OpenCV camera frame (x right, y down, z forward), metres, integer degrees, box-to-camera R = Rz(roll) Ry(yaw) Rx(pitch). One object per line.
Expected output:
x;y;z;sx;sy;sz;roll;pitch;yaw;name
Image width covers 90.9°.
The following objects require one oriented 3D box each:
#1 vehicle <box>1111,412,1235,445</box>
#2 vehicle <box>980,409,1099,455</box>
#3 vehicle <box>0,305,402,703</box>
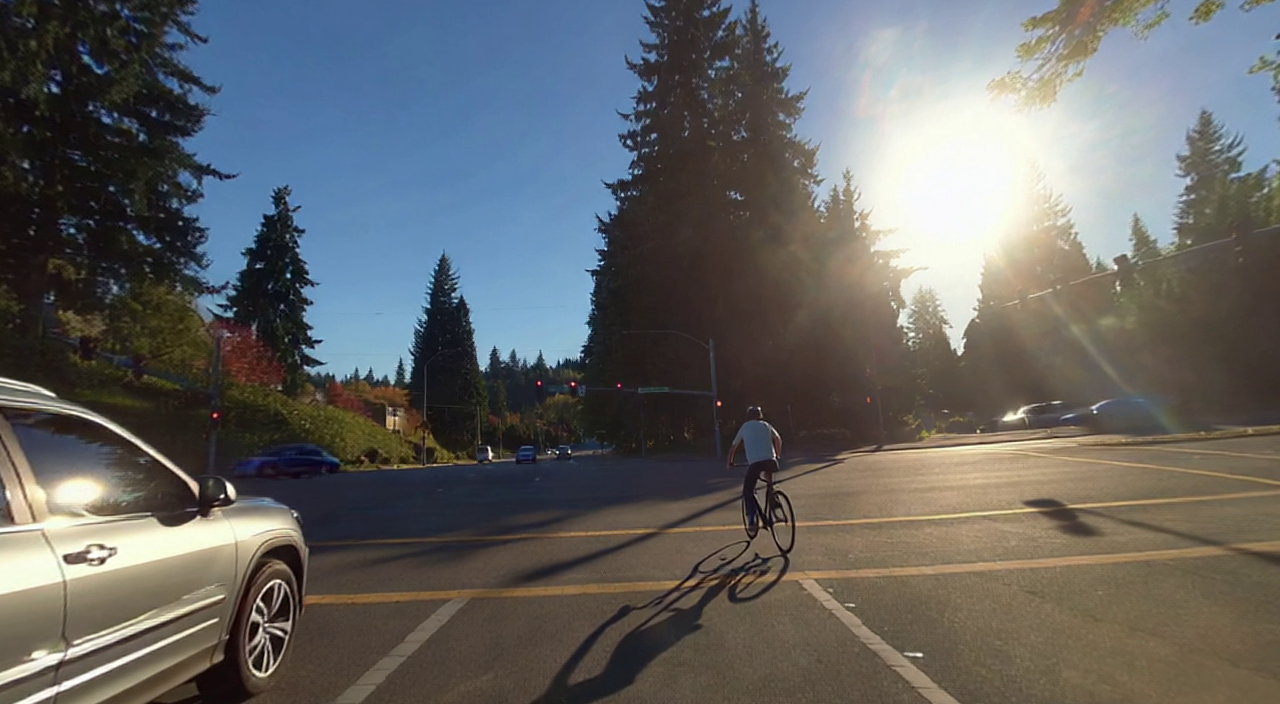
25.743;3.734;30.501;4.716;1.507;1.904;2;-9;-11;vehicle
18.561;3.751;29.386;4.237;1.948;1.997;0;-9;-9;vehicle
-2.966;0.866;2.757;2.049;1.756;4.602;0;-8;0;vehicle
